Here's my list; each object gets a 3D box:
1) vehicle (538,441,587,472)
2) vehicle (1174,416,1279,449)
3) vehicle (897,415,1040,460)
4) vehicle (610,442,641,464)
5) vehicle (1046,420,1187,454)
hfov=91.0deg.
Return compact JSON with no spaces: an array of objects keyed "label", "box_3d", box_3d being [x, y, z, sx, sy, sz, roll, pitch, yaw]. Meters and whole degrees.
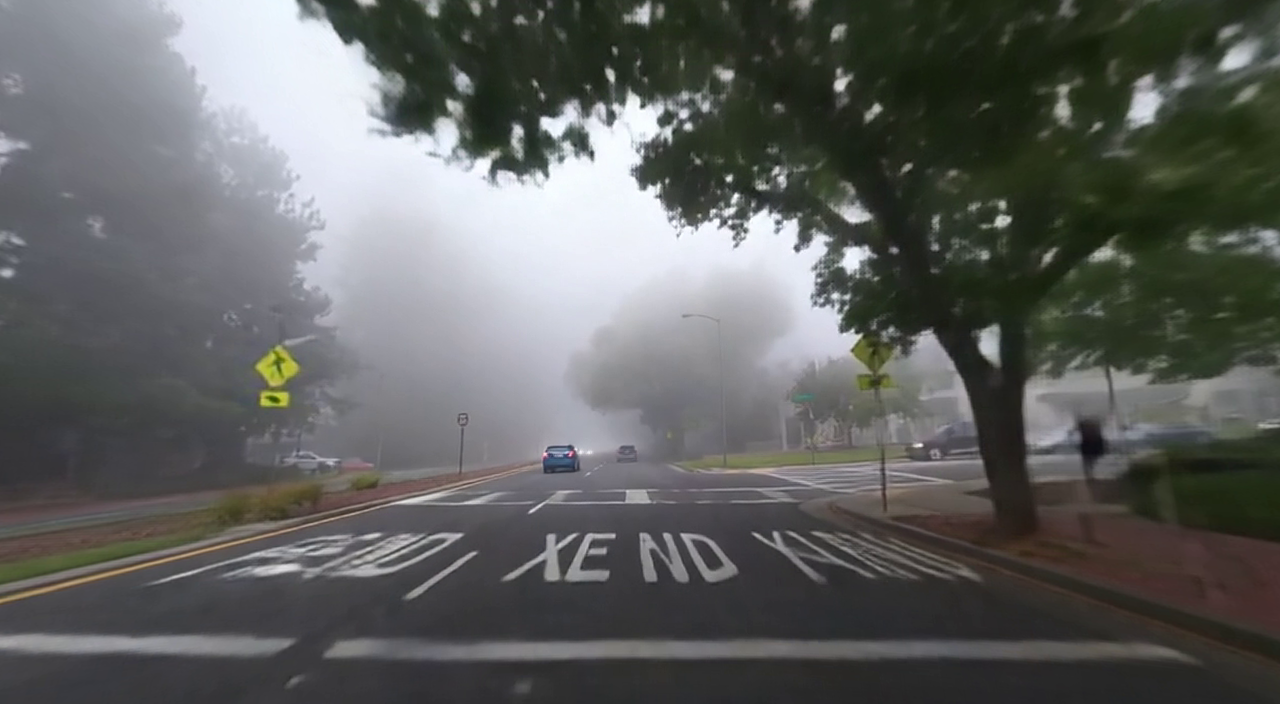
[{"label":"vehicle","box_3d":[-3.964,5.454,33.101,2.083,1.460,4.527,0,-8,-1]},{"label":"vehicle","box_3d":[28.203,3.836,29.685,4.444,1.482,1.883,1,-9,-6]},{"label":"vehicle","box_3d":[15.111,3.991,29.235,5.230,2.007,2.410,0,-8,1]},{"label":"vehicle","box_3d":[-1.026,7.455,46.602,2.187,1.478,4.138,0,-8,-1]},{"label":"vehicle","box_3d":[22.258,4.011,29.525,5.025,1.532,1.958,0,-8,-1]}]
